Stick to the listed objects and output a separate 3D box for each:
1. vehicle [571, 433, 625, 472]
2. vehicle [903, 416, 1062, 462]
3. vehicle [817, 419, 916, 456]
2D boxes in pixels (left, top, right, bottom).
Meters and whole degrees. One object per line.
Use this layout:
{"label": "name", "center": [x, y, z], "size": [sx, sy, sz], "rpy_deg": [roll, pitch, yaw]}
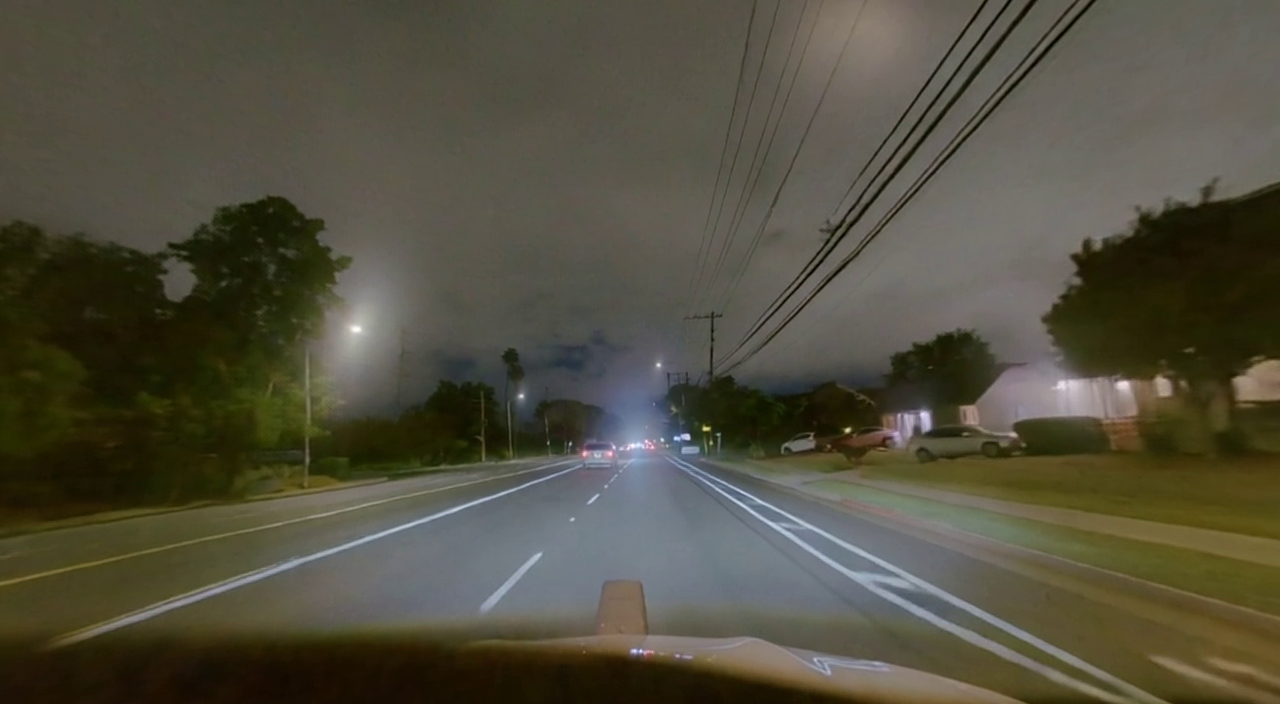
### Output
{"label": "vehicle", "center": [-2.079, 5.218, 32.889], "size": [2.327, 1.861, 4.941], "rpy_deg": [-1, -9, 2]}
{"label": "vehicle", "center": [11.986, 3.123, 22.351], "size": [2.212, 1.404, 4.283], "rpy_deg": [3, -10, -33]}
{"label": "vehicle", "center": [12.543, 4.769, 35.126], "size": [4.719, 1.553, 1.889], "rpy_deg": [-5, -8, 0]}
